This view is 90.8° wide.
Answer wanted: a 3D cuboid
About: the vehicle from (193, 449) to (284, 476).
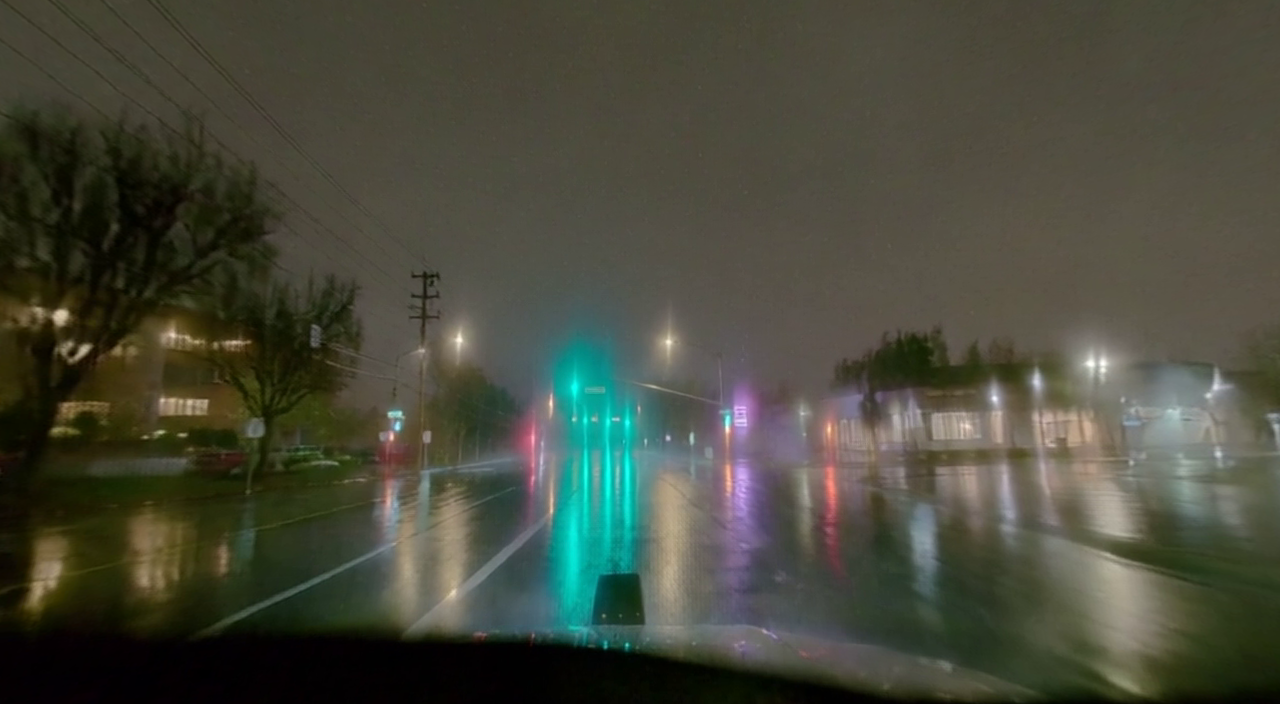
[{"bbox_3d":[-26.675,7.365,42.130,4.577,1.584,2.000,3,-7,-8],"label":"vehicle"}]
